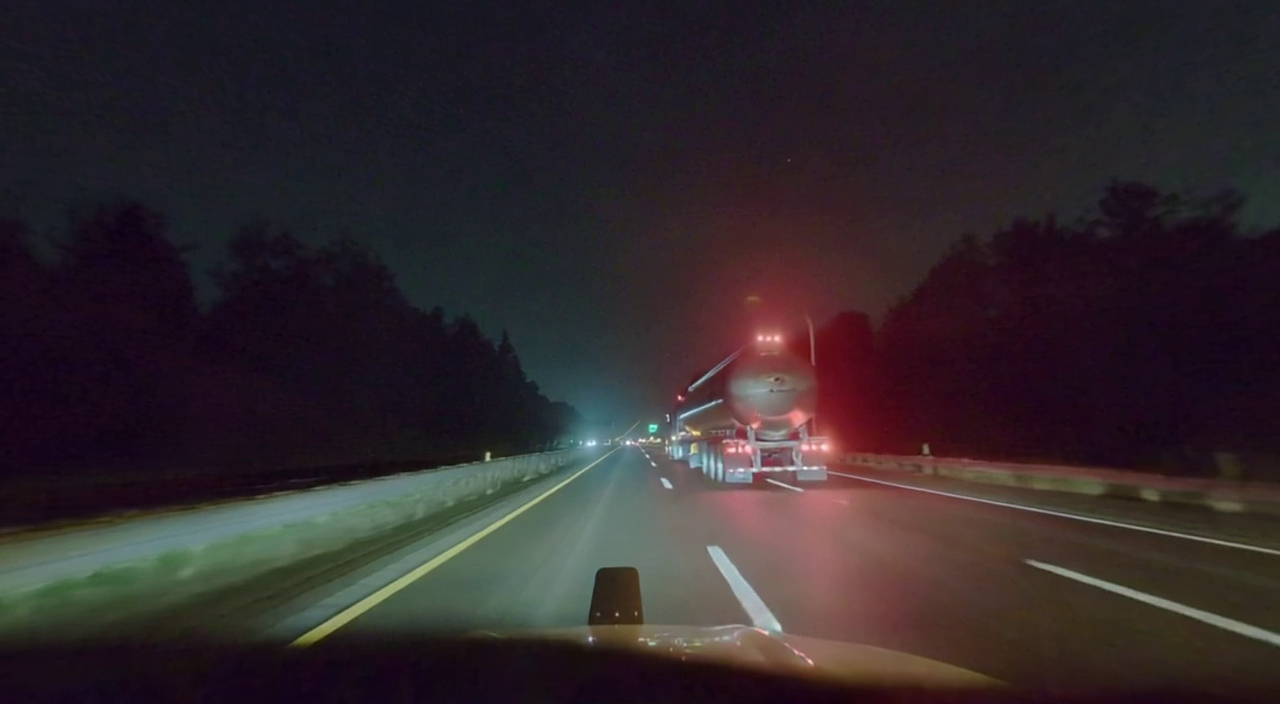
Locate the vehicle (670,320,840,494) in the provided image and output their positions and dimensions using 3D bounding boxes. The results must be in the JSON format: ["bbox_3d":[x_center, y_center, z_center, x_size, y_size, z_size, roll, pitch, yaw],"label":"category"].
[{"bbox_3d":[2.724,1.925,19.237,2.946,3.745,11.516,0,-8,0],"label":"vehicle"}]
